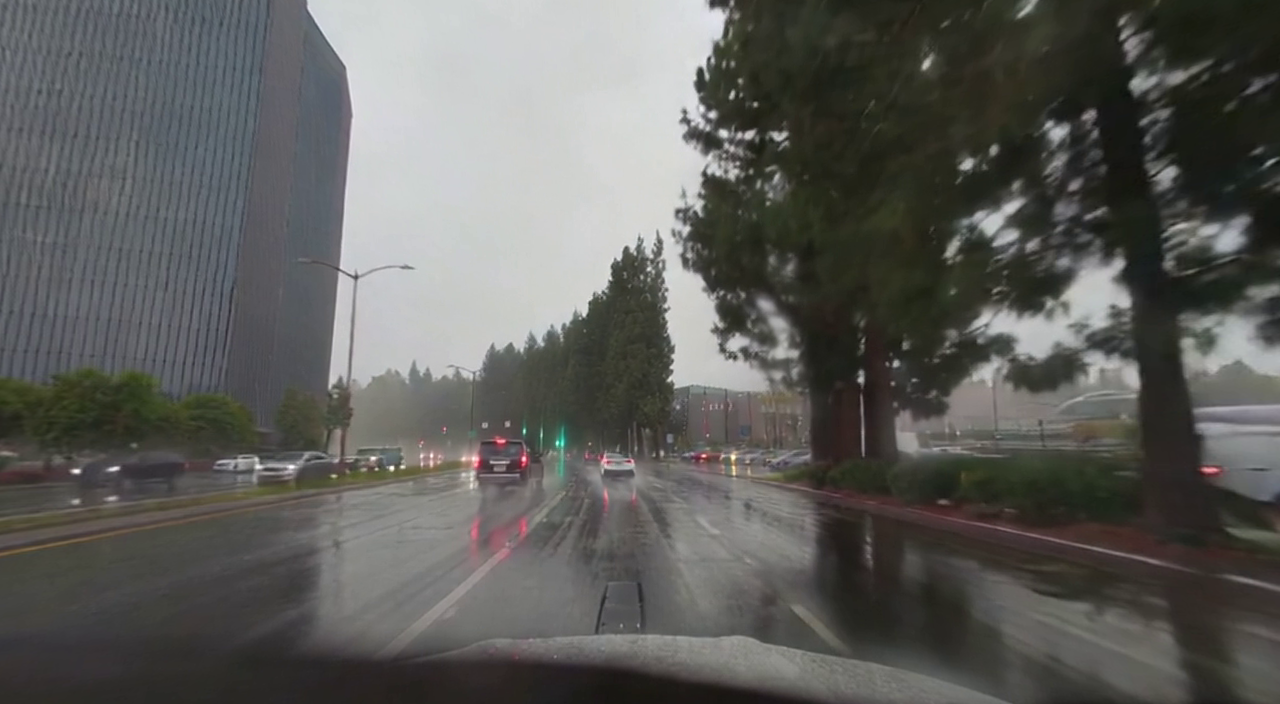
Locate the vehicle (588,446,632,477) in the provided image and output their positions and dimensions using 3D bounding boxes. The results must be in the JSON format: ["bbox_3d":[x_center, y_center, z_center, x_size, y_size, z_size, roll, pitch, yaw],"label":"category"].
[{"bbox_3d":[-1.527,5.364,31.163,2.050,1.385,4.096,0,-8,-4],"label":"vehicle"}]

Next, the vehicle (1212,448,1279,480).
[{"bbox_3d":[32.870,5.833,33.036,1.864,1.461,4.266,-1,-7,-1],"label":"vehicle"}]

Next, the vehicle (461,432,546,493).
[{"bbox_3d":[-4.413,3.635,21.179,2.001,1.784,4.483,0,-8,-2],"label":"vehicle"}]

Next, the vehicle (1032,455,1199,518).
[{"bbox_3d":[14.892,4.187,20.162,1.893,1.646,4.288,-1,-8,0],"label":"vehicle"}]

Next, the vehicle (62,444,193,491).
[{"bbox_3d":[-22.892,5.139,28.560,2.111,1.874,4.888,0,-8,-5],"label":"vehicle"}]

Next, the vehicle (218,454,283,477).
[{"bbox_3d":[-26.688,7.781,43.473,1.840,1.430,4.736,0,-8,-5],"label":"vehicle"}]

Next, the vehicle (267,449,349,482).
[{"bbox_3d":[-15.758,5.385,30.287,1.818,1.379,4.350,0,-8,-4],"label":"vehicle"}]

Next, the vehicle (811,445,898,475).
[{"bbox_3d":[12.269,6.192,36.340,4.264,1.566,1.854,-2,-9,1],"label":"vehicle"}]
